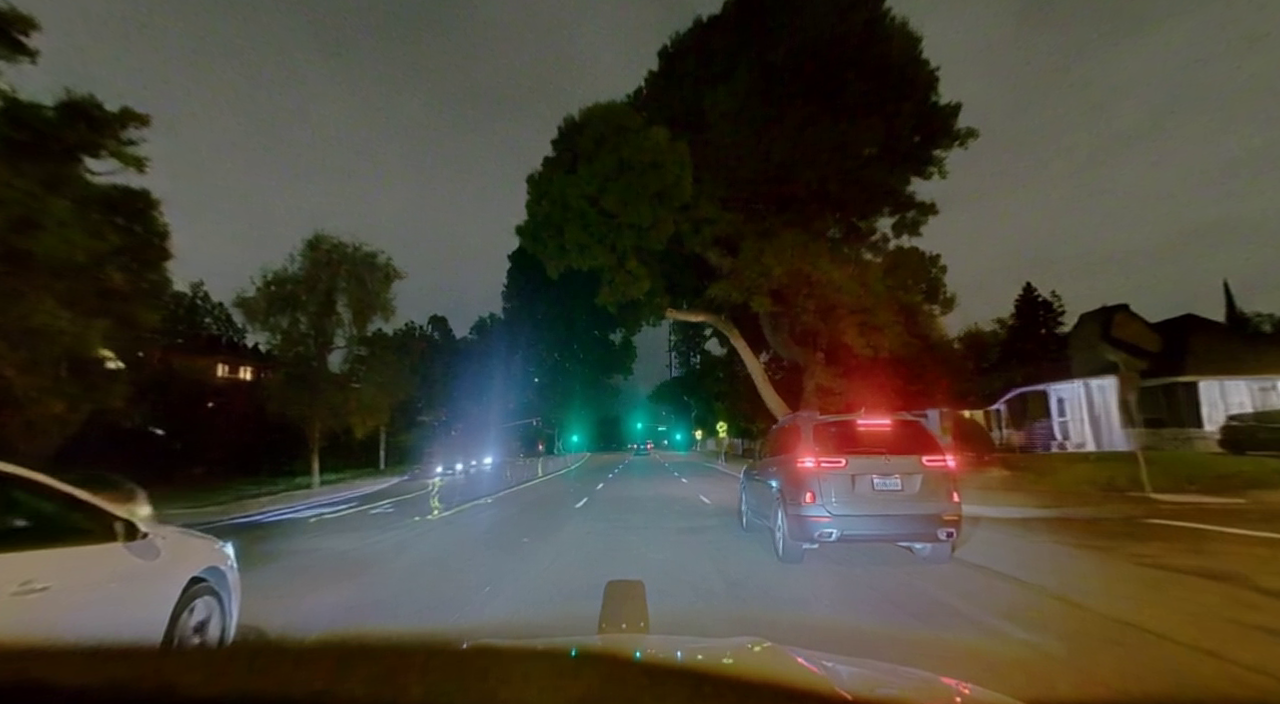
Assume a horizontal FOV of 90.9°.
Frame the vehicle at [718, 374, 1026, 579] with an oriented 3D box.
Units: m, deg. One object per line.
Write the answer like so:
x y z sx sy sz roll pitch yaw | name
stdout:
2.691 1.668 9.232 2.338 2.063 5.592 0 -8 0 | vehicle

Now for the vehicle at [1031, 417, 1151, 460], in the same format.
16.939 3.289 23.892 1.822 1.496 3.560 0 -8 -1 | vehicle

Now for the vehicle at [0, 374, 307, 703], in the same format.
-3.341 0.879 2.007 2.058 1.659 4.514 0 -8 0 | vehicle

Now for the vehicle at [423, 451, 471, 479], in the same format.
-13.261 7.757 43.542 2.002 1.729 4.441 0 -8 -2 | vehicle
